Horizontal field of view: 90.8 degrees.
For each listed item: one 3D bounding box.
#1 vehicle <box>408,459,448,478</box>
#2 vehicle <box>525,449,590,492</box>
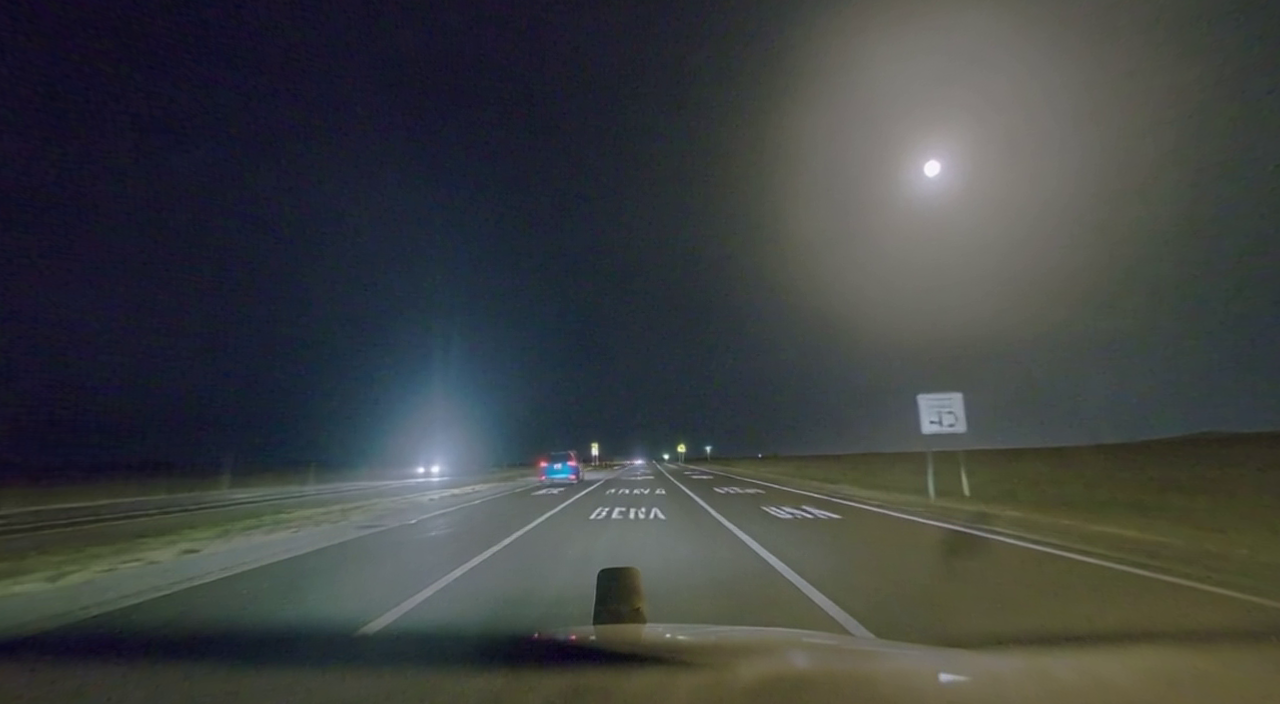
[{"bbox_3d":[-16.565,9.096,49.404,1.719,1.419,3.715,0,-9,1],"label":"vehicle"},{"bbox_3d":[-3.399,4.968,26.875,2.053,1.647,4.252,-1,-9,2],"label":"vehicle"}]
